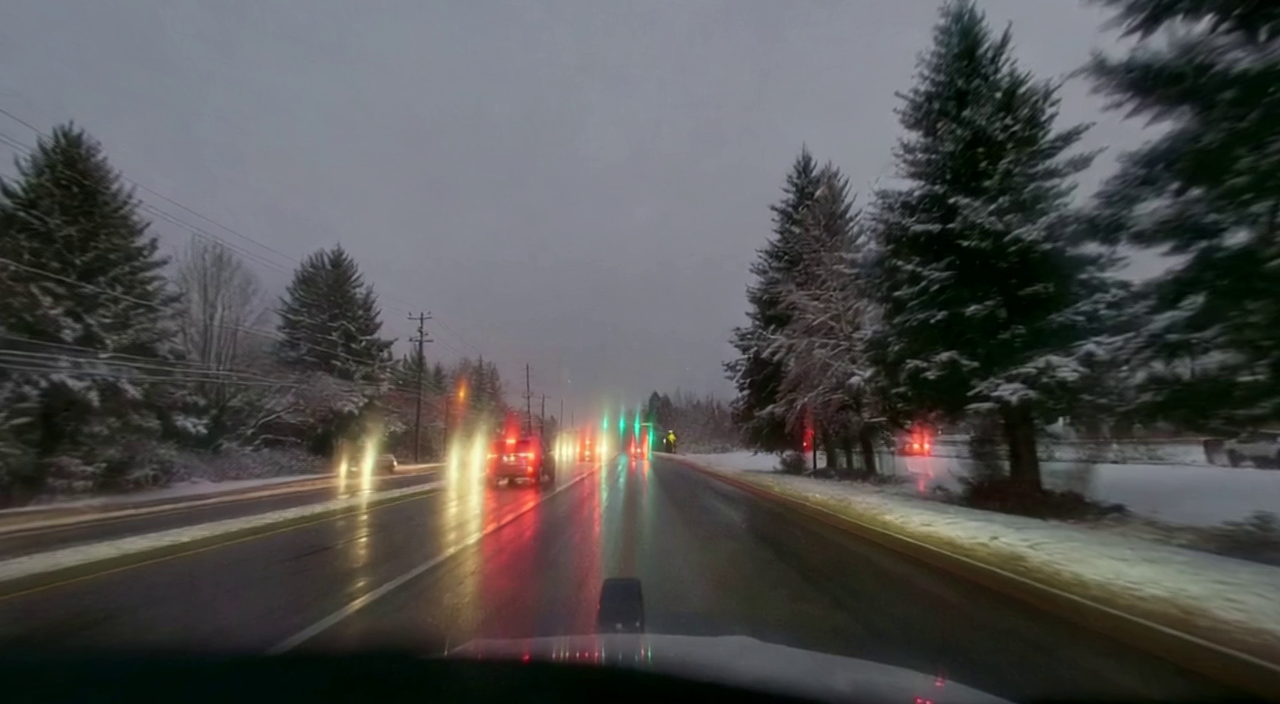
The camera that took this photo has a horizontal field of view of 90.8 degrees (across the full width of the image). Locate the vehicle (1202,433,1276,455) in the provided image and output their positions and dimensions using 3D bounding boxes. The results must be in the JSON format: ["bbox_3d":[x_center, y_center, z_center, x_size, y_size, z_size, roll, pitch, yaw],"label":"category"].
[{"bbox_3d":[41.548,6.391,43.825,4.006,1.508,2.079,3,-9,-21],"label":"vehicle"}]

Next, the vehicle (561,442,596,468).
[{"bbox_3d":[-4.222,7.154,43.880,2.041,1.698,4.094,0,-9,0],"label":"vehicle"}]

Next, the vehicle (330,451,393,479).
[{"bbox_3d":[-18.061,7.345,41.241,2.107,1.676,4.481,0,-9,-1],"label":"vehicle"}]

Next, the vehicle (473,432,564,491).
[{"bbox_3d":[-4.013,3.707,21.730,2.189,1.807,4.467,0,-9,1],"label":"vehicle"}]
